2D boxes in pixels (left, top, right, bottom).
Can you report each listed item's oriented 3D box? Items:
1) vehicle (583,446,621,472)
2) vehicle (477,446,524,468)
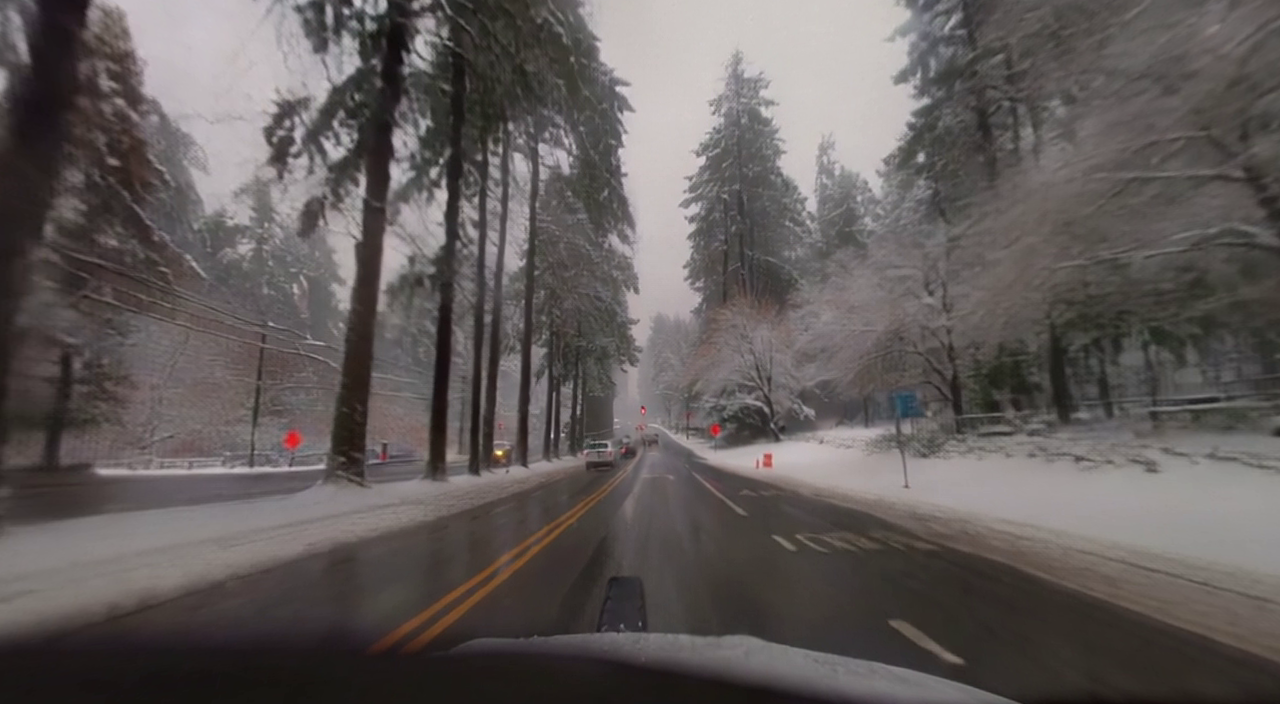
[{"bbox_3d":[-2.307,6.650,39.293,2.029,1.511,3.922,0,-9,2],"label":"vehicle"},{"bbox_3d":[-9.653,7.275,43.716,1.953,1.471,4.670,-1,-9,4],"label":"vehicle"}]
